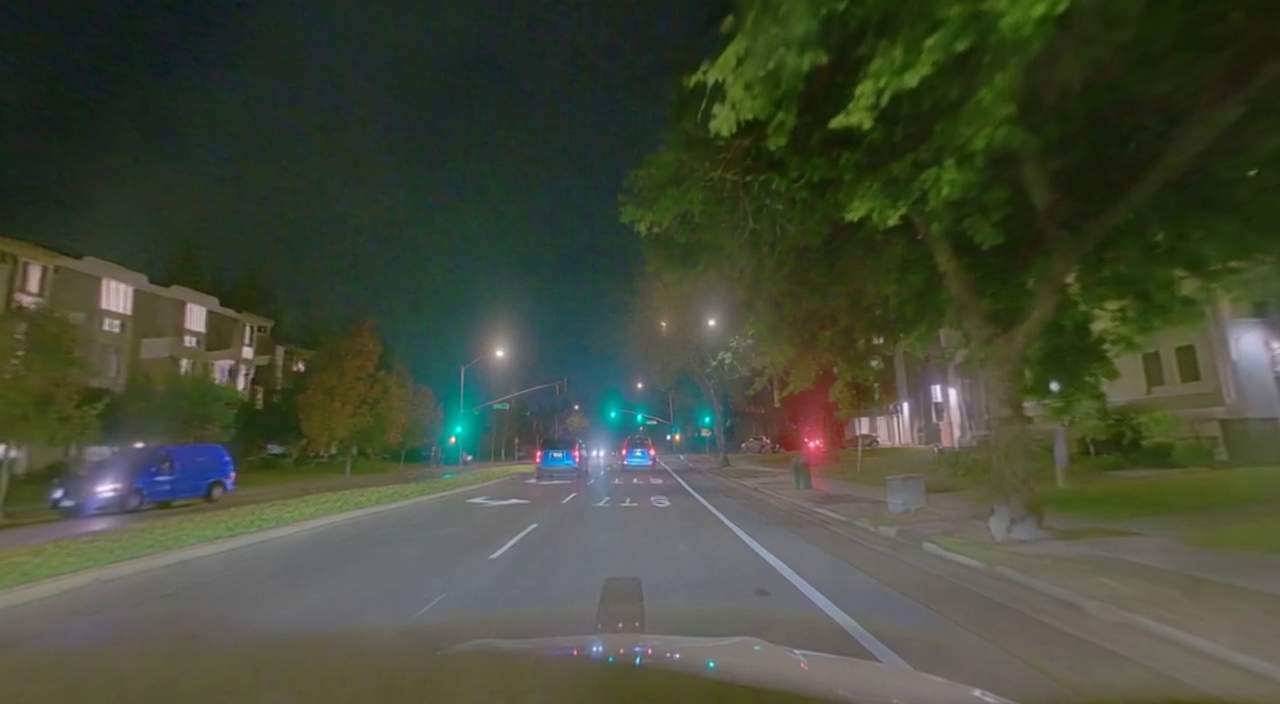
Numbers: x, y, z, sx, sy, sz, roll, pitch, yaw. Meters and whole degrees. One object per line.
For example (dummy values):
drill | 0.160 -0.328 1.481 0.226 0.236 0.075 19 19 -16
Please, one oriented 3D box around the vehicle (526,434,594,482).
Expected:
vehicle | -3.094 4.200 25.370 2.097 1.755 4.336 0 -8 1

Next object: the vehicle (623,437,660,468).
vehicle | 0.051 6.081 38.372 2.088 1.735 4.801 0 -8 -1

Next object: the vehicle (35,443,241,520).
vehicle | -14.051 3.591 18.171 1.996 1.886 4.692 0 -8 0
